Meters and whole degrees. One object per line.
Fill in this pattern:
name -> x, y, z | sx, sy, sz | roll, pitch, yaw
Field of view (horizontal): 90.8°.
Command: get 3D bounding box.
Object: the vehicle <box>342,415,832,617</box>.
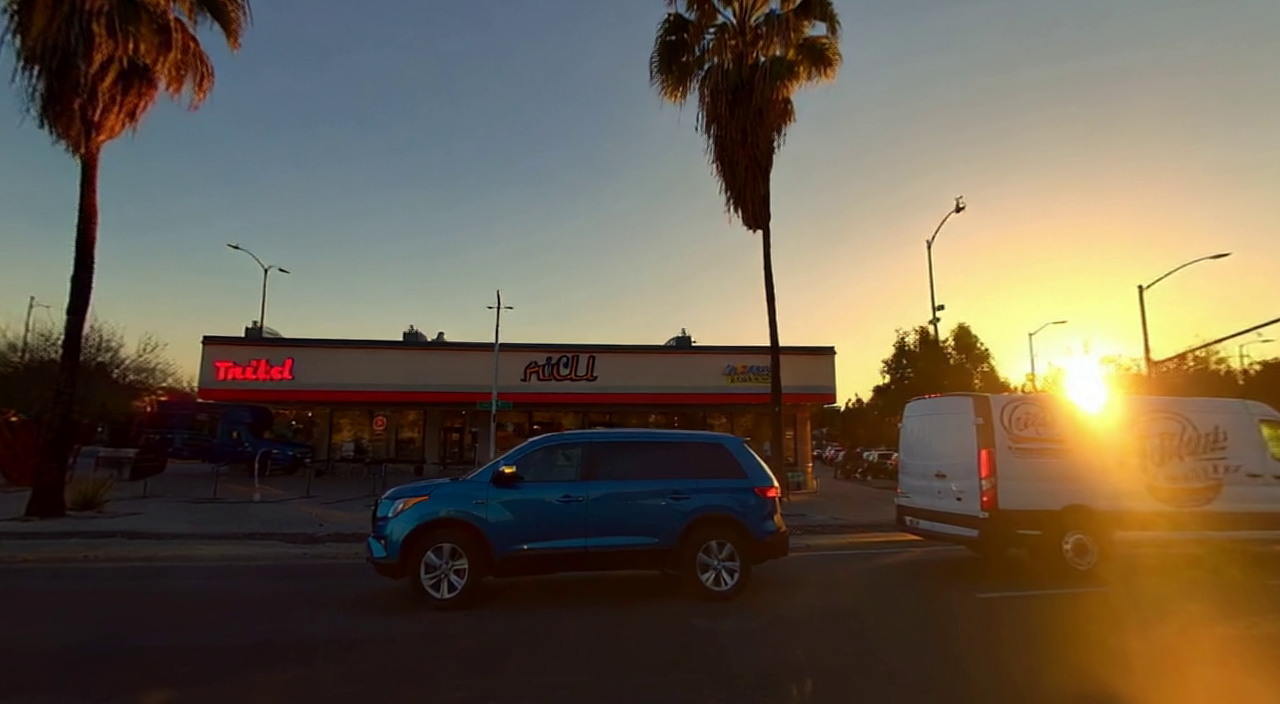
vehicle -> -0.521, 1.641, 6.962 | 4.493, 1.728, 2.137 | 2, -9, -9

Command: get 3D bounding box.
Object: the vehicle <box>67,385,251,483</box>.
vehicle -> -21.835, 3.881, 29.462 | 3.034, 3.929, 7.699 | 1, -9, -7

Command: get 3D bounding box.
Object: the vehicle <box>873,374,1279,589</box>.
vehicle -> 6.570, 1.564, 8.161 | 6.246, 2.202, 2.277 | 1, -9, -8
